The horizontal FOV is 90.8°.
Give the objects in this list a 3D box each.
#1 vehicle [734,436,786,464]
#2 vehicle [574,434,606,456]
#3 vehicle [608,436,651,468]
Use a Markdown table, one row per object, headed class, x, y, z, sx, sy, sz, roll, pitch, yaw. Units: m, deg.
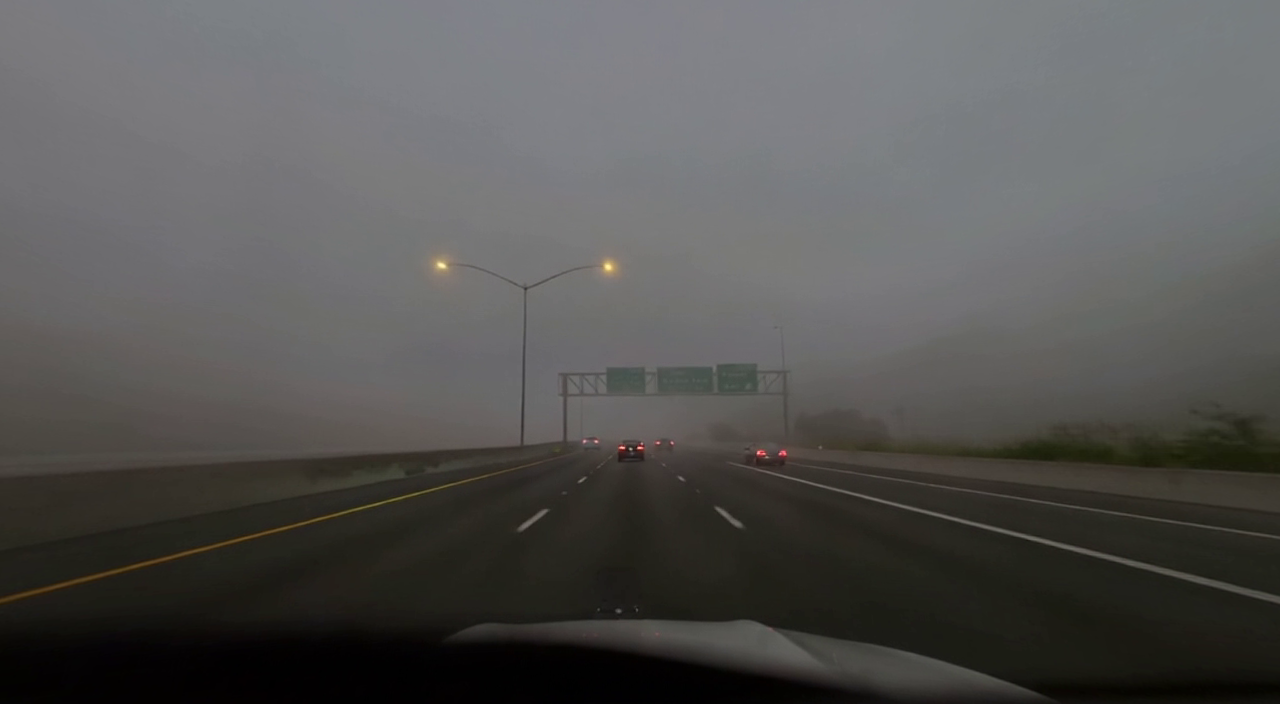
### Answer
| class | x | y | z | sx | sy | sz | roll | pitch | yaw |
| --- | --- | --- | --- | --- | --- | --- | --- | --- | --- |
| vehicle | 6.672 | 5.513 | 35.554 | 1.935 | 1.478 | 4.433 | 0 | -9 | -2 |
| vehicle | -3.859 | 7.305 | 49.549 | 2.123 | 1.661 | 4.601 | 0 | -9 | 0 |
| vehicle | -0.509 | 4.938 | 31.277 | 1.985 | 1.457 | 4.227 | 0 | -9 | -1 |
